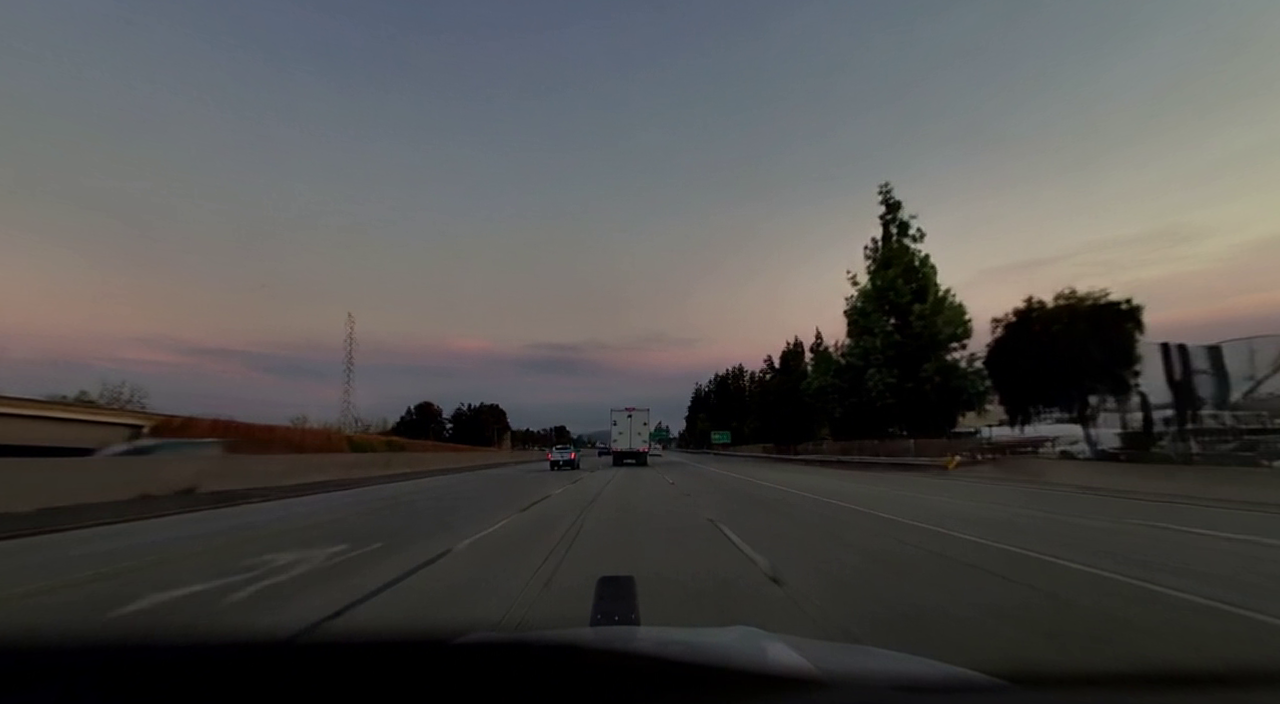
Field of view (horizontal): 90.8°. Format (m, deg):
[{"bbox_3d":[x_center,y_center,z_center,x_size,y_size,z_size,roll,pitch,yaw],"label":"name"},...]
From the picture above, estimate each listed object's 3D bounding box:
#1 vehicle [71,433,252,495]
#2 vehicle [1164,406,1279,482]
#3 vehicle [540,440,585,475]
[{"bbox_3d":[-15.611,3.672,21.145,1.757,1.738,5.618,0,-9,-1],"label":"vehicle"},{"bbox_3d":[32.708,4.981,34.253,8.295,3.754,2.807,4,-9,-24],"label":"vehicle"},{"bbox_3d":[-4.582,6.279,37.951,2.095,1.930,4.680,0,-9,0],"label":"vehicle"}]
